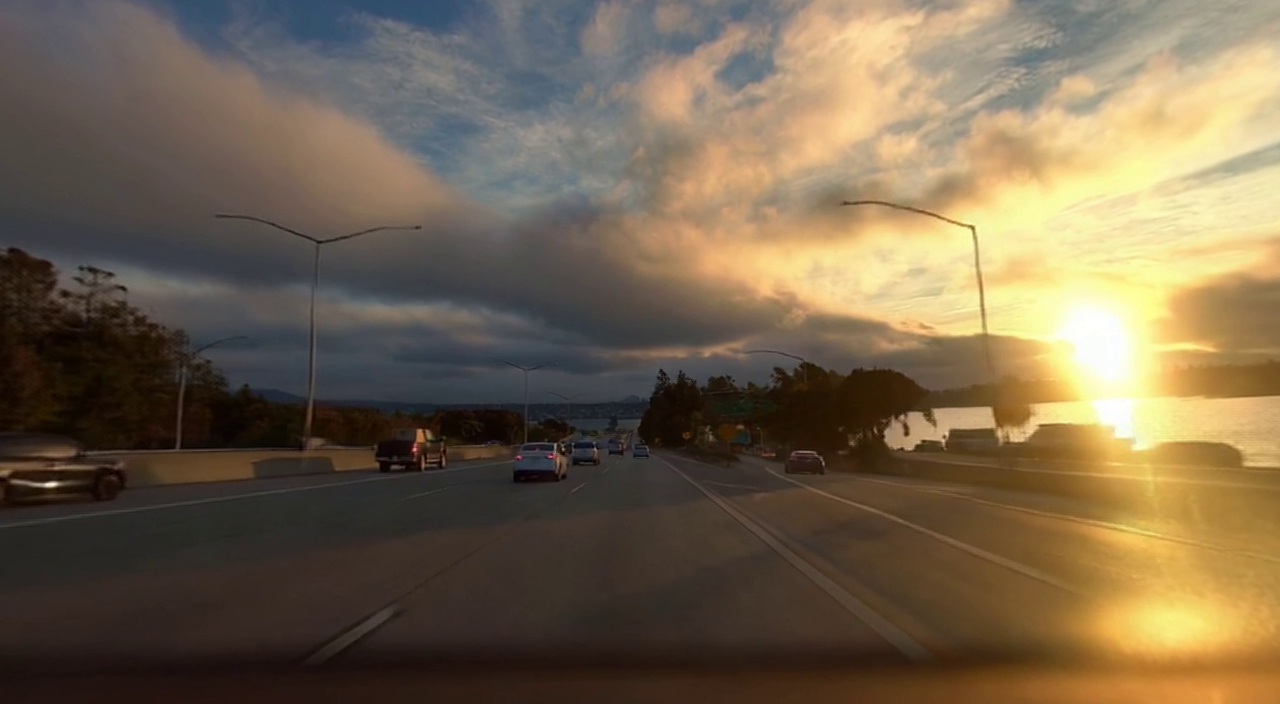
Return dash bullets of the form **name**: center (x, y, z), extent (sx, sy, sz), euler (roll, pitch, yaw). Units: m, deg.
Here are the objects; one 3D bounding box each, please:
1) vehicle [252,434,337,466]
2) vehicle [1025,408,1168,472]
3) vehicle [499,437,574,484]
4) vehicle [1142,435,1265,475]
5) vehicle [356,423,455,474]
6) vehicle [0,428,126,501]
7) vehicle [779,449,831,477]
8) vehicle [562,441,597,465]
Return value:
- **vehicle**: center (-20.553, 5.868, 37.782), extent (2.114, 1.715, 5.227), euler (0, -9, 0)
- **vehicle**: center (28.023, 5.469, 39.467), extent (3.151, 3.473, 9.484), euler (0, -8, 9)
- **vehicle**: center (-4.055, 4.318, 25.436), extent (2.132, 1.708, 4.571), euler (0, -9, 2)
- **vehicle**: center (26.031, 4.775, 29.340), extent (1.914, 1.667, 4.648), euler (-1, -9, 9)
- **vehicle**: center (-11.095, 4.640, 30.354), extent (2.442, 2.191, 5.760), euler (0, -9, 1)
- **vehicle**: center (-14.646, 2.494, 14.154), extent (2.050, 1.537, 4.768), euler (0, -9, 1)
- **vehicle**: center (9.636, 6.506, 37.195), extent (2.153, 1.510, 4.646), euler (0, -9, 4)
- **vehicle**: center (-4.652, 7.865, 49.097), extent (2.107, 1.787, 4.685), euler (0, -9, 3)
